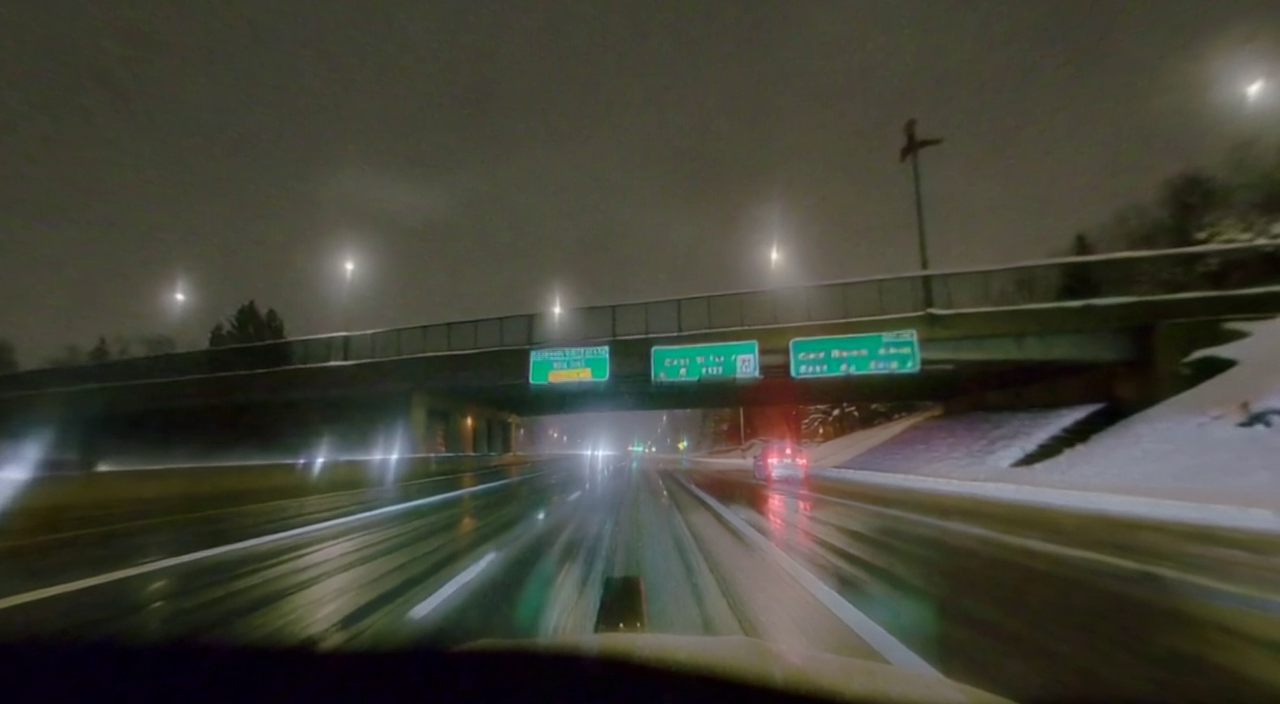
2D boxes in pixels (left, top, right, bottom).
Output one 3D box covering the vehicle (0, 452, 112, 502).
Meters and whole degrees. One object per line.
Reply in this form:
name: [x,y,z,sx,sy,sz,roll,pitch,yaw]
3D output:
vehicle: [-21.729,4.380,22.382,1.941,1.590,4.511,0,-9,1]
